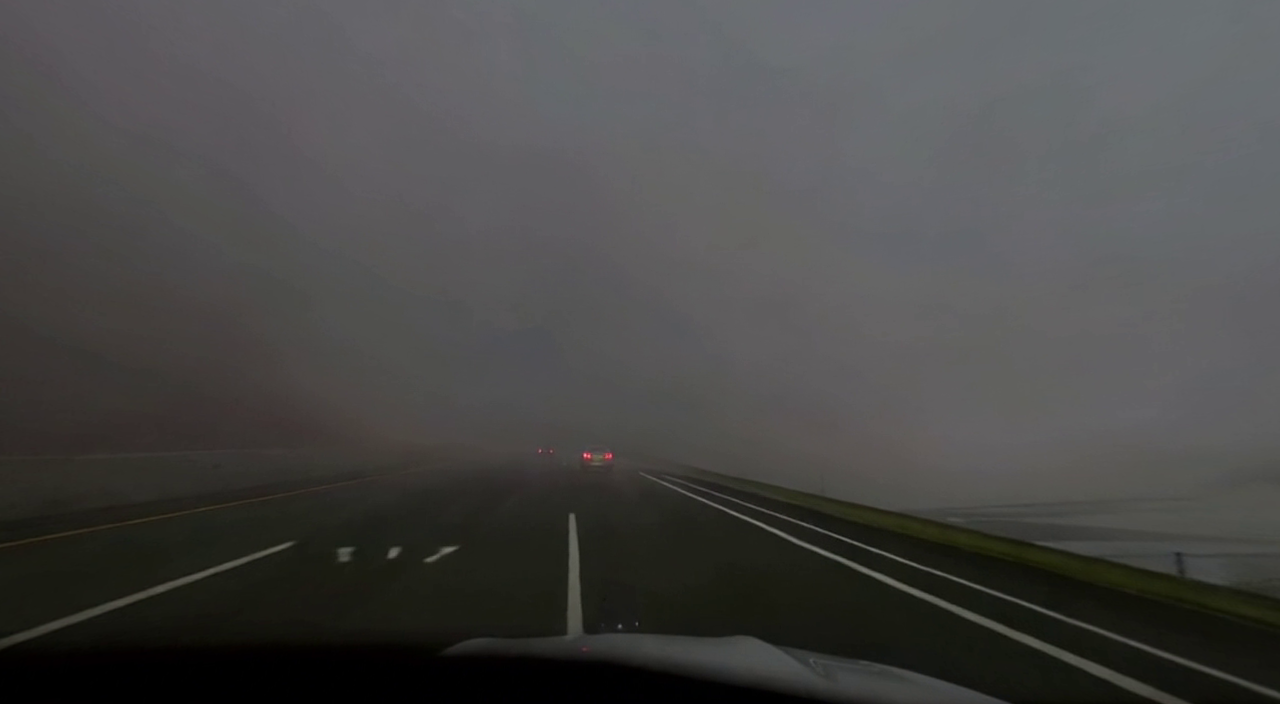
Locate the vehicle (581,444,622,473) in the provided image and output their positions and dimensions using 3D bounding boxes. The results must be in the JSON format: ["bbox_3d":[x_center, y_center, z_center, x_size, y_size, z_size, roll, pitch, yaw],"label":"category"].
[{"bbox_3d":[-2.190,5.844,34.813,2.140,1.455,4.135,0,-9,-5],"label":"vehicle"}]
